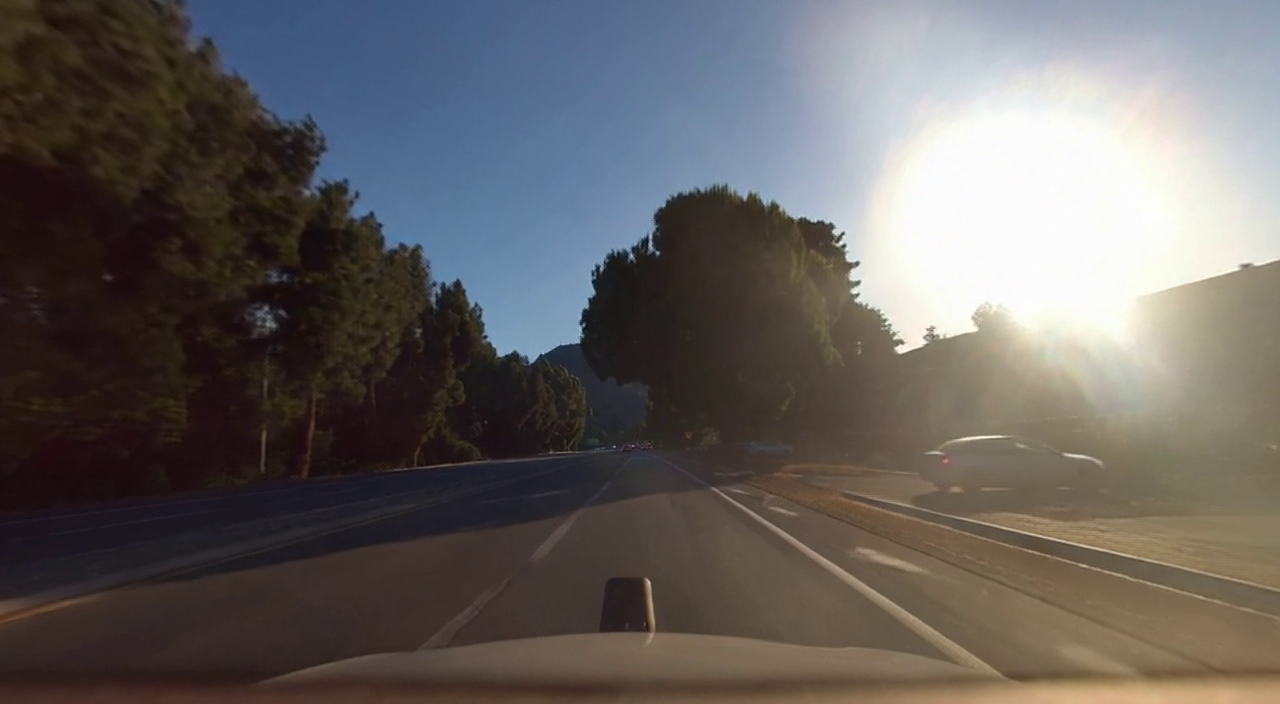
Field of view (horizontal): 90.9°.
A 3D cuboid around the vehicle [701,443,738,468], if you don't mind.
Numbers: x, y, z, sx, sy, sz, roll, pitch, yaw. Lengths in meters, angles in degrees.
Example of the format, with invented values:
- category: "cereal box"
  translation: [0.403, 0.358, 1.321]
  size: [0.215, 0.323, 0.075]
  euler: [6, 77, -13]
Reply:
- category: "vehicle"
  translation: [5.253, 6.872, 42.108]
  size: [1.920, 1.514, 4.746]
  euler: [0, -8, 1]

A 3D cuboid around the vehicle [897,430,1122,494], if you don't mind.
- category: "vehicle"
  translation: [10.439, 3.122, 18.143]
  size: [5.118, 1.701, 2.175]
  euler: [0, -8, -3]
